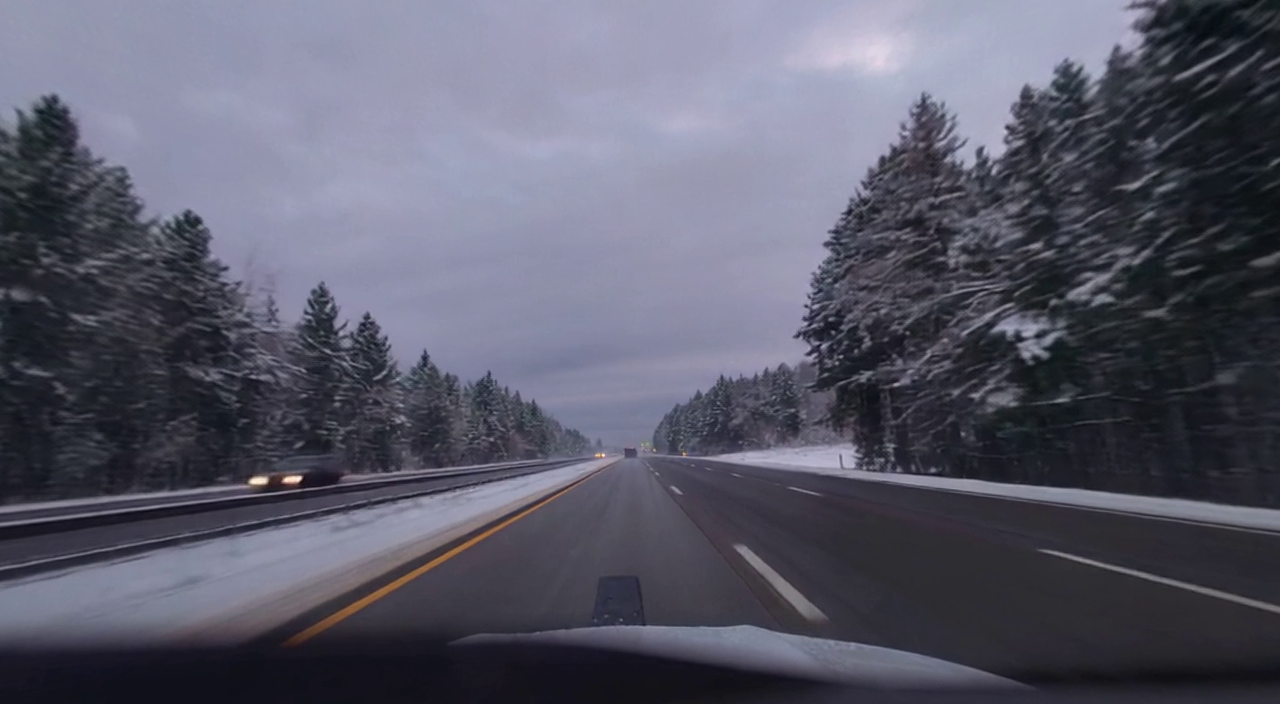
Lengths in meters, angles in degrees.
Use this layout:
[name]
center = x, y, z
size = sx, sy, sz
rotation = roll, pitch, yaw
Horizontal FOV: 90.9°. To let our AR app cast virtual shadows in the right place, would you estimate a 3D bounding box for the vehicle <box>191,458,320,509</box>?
[vehicle]
center = -12.156, 4.159, 20.250
size = 1.764, 1.404, 3.791
rotation = 0, -9, -1
